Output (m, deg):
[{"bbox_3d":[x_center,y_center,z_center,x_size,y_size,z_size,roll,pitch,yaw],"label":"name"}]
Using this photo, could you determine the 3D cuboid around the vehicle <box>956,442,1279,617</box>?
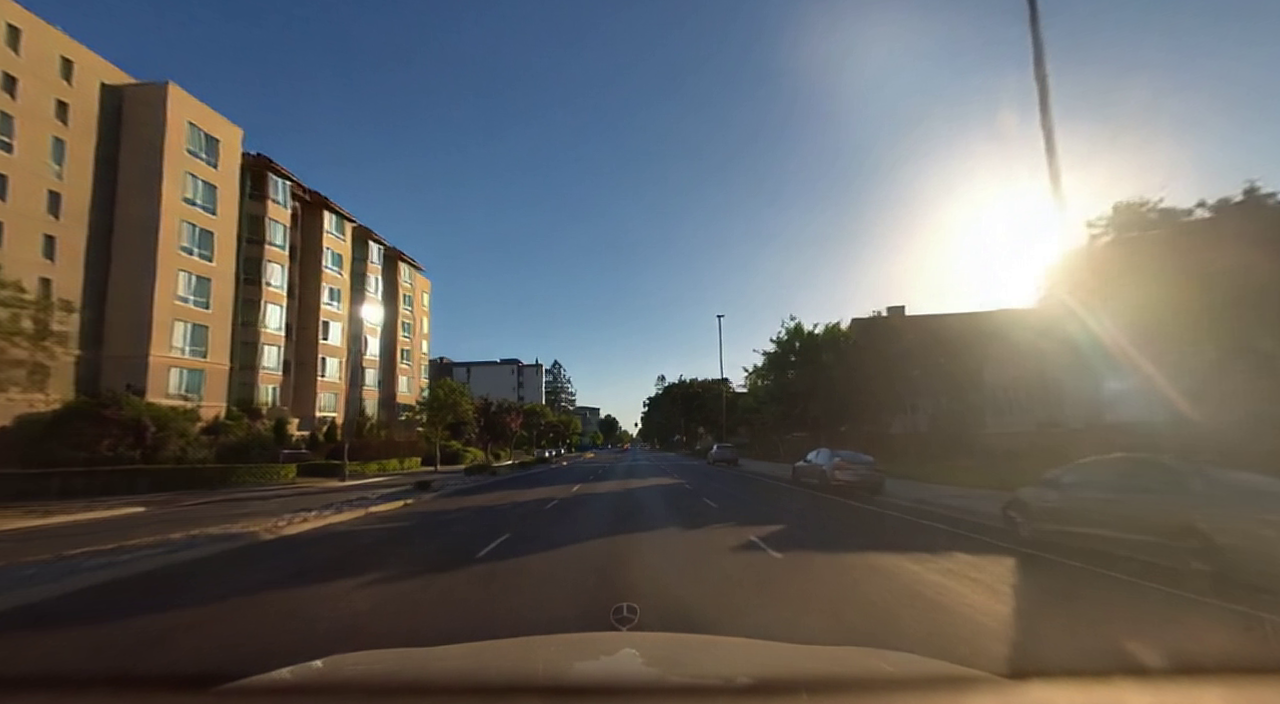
[{"bbox_3d":[6.180,1.826,7.713,2.013,1.408,5.011,0,-9,-1],"label":"vehicle"}]

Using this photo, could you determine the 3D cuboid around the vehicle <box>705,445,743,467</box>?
[{"bbox_3d":[6.168,7.687,47.018,1.948,1.526,4.518,0,-9,-4],"label":"vehicle"}]

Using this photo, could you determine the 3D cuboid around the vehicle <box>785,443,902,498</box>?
[{"bbox_3d":[6.130,3.607,19.732,1.944,1.478,4.885,0,-9,-1],"label":"vehicle"}]
